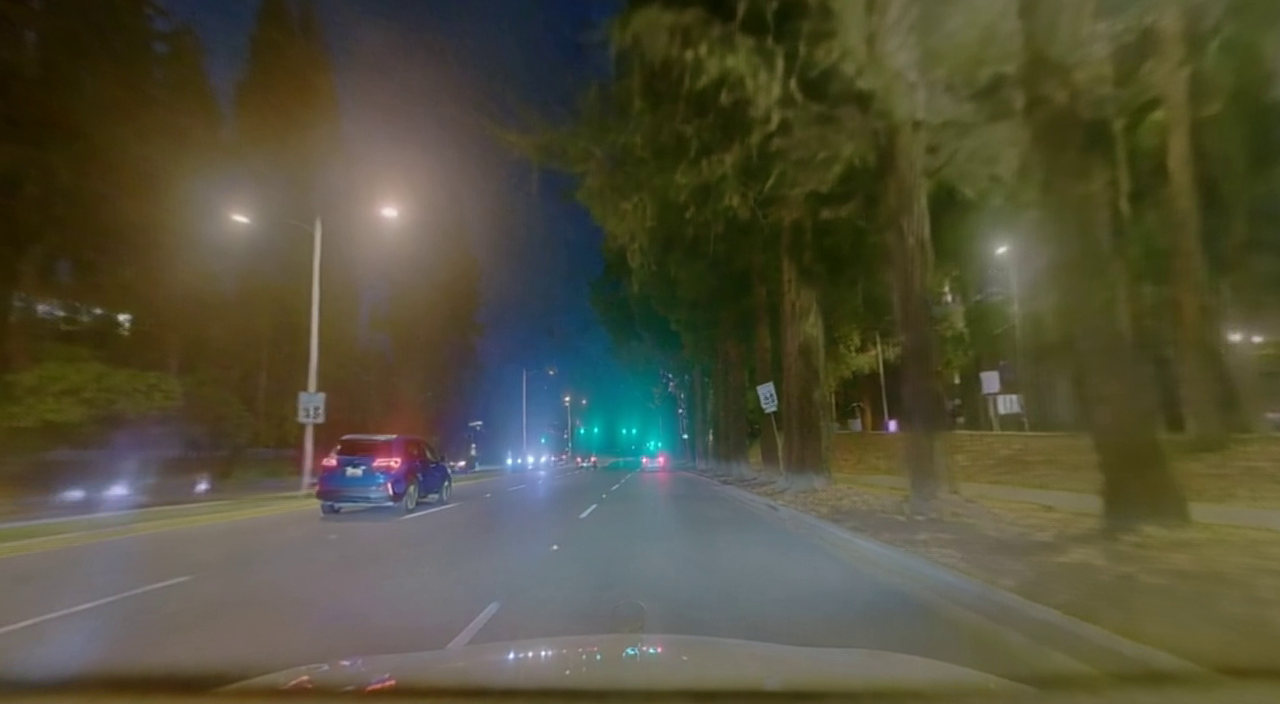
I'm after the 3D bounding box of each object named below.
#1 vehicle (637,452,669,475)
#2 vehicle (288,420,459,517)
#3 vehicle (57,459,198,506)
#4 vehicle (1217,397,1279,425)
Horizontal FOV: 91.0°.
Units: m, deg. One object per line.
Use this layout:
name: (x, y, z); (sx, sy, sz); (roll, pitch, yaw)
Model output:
vehicle: (0.863, 7.818, 44.225); (2.091, 1.494, 3.962); (0, -8, -1)
vehicle: (-5.892, 2.615, 14.620); (2.027, 1.908, 4.273); (0, -8, 1)
vehicle: (-19.111, 4.845, 23.767); (1.864, 1.514, 4.079); (0, -8, 0)
vehicle: (38.943, 3.733, 39.429); (1.772, 1.504, 4.322); (-1, -9, 5)
